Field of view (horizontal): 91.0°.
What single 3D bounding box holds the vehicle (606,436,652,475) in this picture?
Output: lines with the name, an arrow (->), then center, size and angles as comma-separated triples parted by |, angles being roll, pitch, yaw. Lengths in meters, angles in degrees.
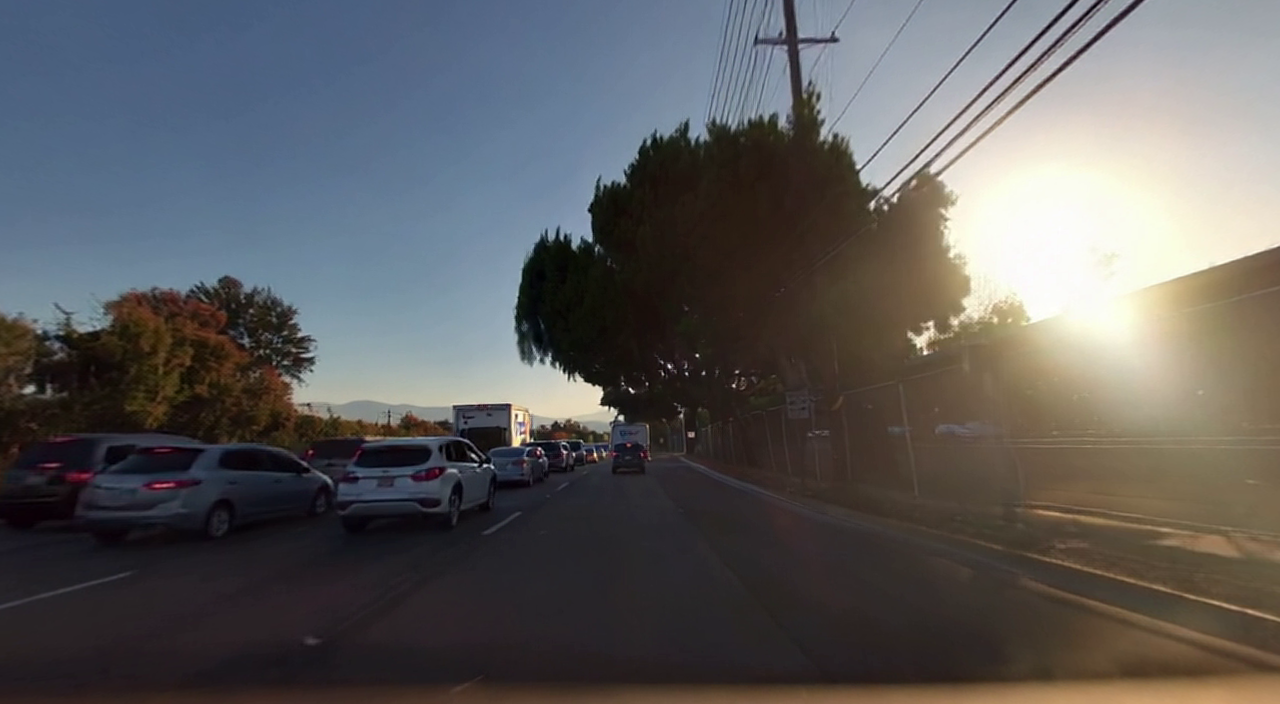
vehicle -> -0.538, 4.875, 29.860 | 2.055, 1.671, 4.147 | 0, -8, -1

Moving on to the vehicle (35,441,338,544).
vehicle -> -7.846, 2.409, 11.744 | 1.909, 1.473, 5.050 | 0, -8, 0

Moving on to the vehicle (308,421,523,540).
vehicle -> -3.648, 2.183, 11.459 | 2.057, 1.673, 4.934 | 0, -8, 0
